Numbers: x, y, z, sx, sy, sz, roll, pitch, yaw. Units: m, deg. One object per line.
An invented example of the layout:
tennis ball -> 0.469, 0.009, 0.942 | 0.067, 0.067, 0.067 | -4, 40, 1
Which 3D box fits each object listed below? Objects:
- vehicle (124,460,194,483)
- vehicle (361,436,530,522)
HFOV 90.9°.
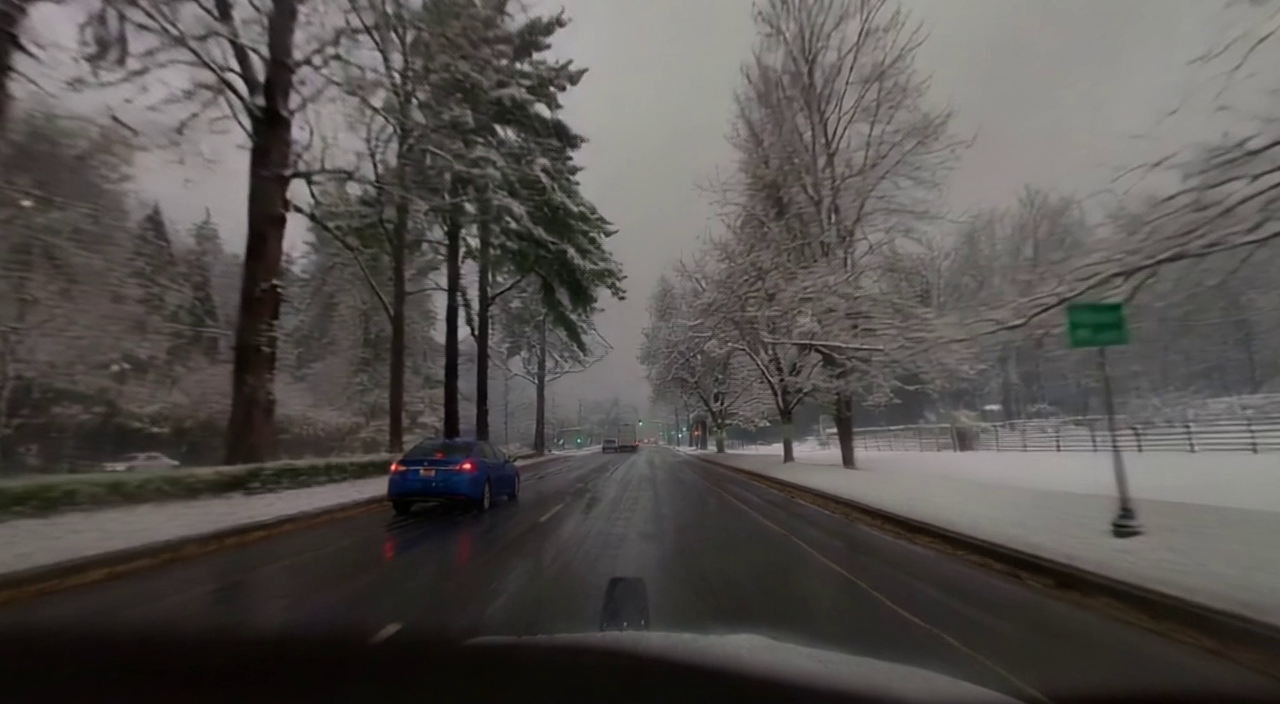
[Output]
vehicle -> -34.436, 8.566, 45.251 | 1.666, 1.443, 4.187 | 0, -8, 0
vehicle -> -3.733, 2.515, 13.113 | 2.033, 1.454, 4.512 | 0, -8, 1
